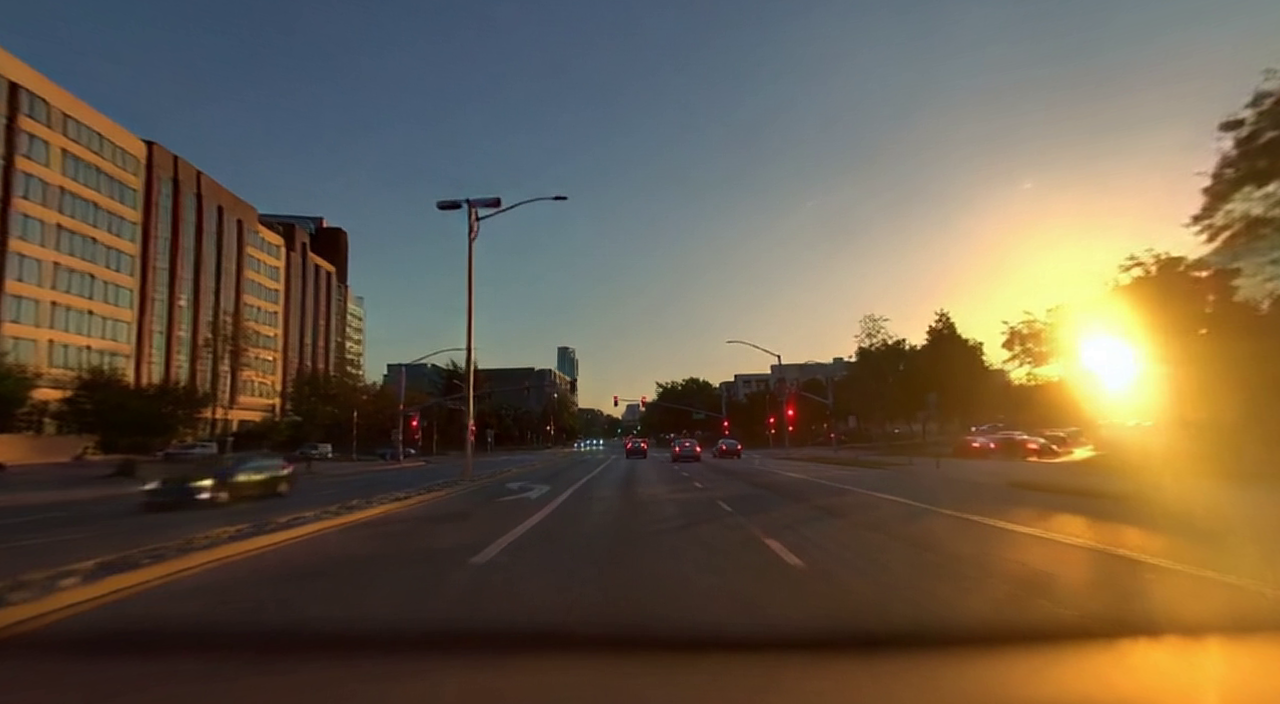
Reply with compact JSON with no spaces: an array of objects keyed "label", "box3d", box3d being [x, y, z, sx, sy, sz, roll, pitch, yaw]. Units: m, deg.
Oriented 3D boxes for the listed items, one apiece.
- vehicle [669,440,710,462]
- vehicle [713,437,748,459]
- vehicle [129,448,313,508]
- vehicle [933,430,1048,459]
[{"label":"vehicle","box3d":[3.099,6.302,40.375,2.080,1.321,4.382,0,-8,-2]},{"label":"vehicle","box3d":[6.645,7.114,46.881,1.861,1.473,4.393,0,-8,-1]},{"label":"vehicle","box3d":[-11.973,3.600,18.563,2.247,1.475,4.593,0,-8,0]},{"label":"vehicle","box3d":[23.607,6.313,42.738,6.313,1.772,2.263,-9,-11,43]}]
